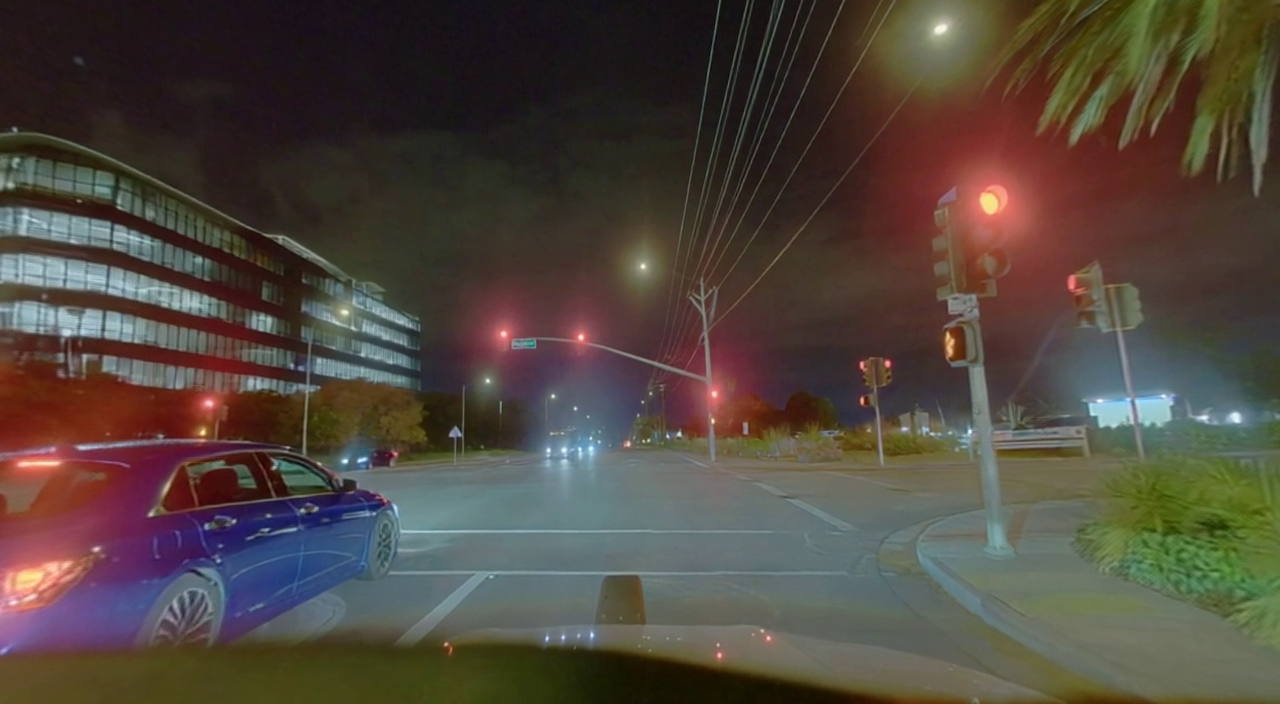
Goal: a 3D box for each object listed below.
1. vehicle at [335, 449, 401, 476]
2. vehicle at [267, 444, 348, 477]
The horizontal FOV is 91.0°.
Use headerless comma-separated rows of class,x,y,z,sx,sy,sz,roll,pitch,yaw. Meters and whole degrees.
vehicle,-15.314,6.202,35.639,1.875,1.389,3.784,0,-9,3
vehicle,-19.049,6.218,36.343,2.017,1.739,4.569,0,-9,2
